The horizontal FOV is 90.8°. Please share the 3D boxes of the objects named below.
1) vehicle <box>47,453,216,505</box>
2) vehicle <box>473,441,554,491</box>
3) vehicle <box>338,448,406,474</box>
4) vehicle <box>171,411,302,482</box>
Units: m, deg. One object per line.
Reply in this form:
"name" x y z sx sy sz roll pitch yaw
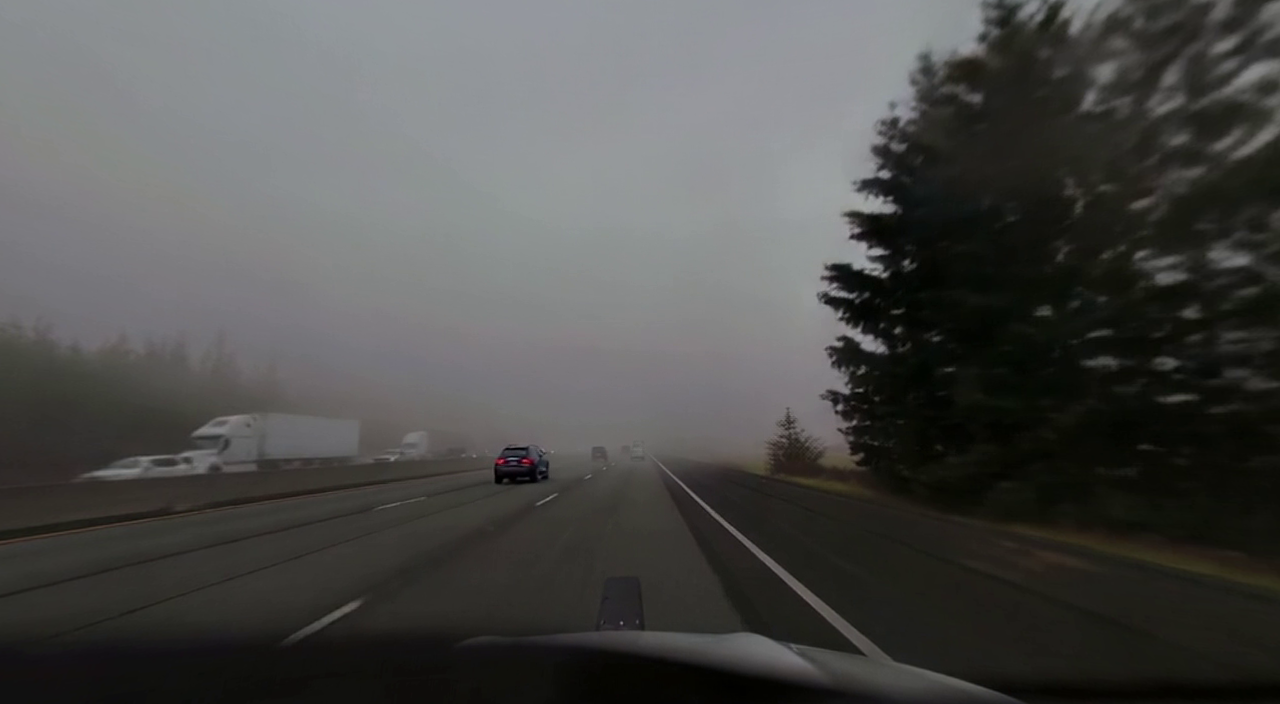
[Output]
"vehicle" -15.719 3.902 19.862 1.828 1.403 4.196 0 -9 0
"vehicle" -4.236 3.894 21.811 1.954 1.541 4.079 0 -9 0
"vehicle" -16.054 6.532 38.029 2.078 1.493 4.427 0 -9 1
"vehicle" -23.510 5.587 37.302 3.382 3.837 6.276 0 -9 0
